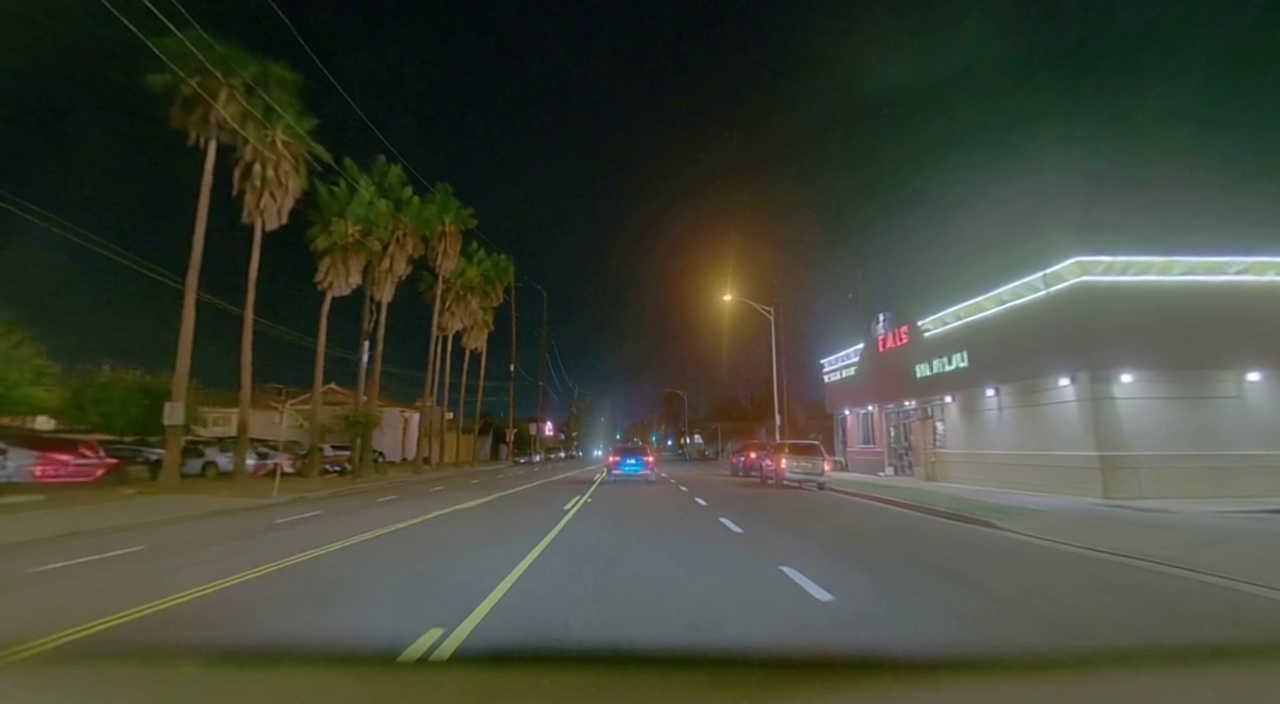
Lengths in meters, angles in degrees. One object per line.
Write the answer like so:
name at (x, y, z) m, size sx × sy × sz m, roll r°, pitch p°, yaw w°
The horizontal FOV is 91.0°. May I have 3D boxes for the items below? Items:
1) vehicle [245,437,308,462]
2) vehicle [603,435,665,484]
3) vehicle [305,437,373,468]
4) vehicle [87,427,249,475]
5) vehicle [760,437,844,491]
vehicle at (-22.954, 6.168, 39.927) m, size 1.829 × 1.492 × 4.487 m, roll 1°, pitch -9°, yaw -8°
vehicle at (-0.238, 4.315, 25.603) m, size 2.264 × 1.798 × 4.563 m, roll 0°, pitch -9°, yaw -1°
vehicle at (-17.649, 5.894, 37.151) m, size 2.084 × 1.678 × 4.707 m, roll 1°, pitch -9°, yaw -6°
vehicle at (-19.058, 4.001, 25.577) m, size 4.976 × 1.741 × 1.986 m, roll 7°, pitch -11°, yaw -40°
vehicle at (5.929, 4.151, 23.623) m, size 1.945 × 1.791 × 4.460 m, roll 0°, pitch -9°, yaw 0°
